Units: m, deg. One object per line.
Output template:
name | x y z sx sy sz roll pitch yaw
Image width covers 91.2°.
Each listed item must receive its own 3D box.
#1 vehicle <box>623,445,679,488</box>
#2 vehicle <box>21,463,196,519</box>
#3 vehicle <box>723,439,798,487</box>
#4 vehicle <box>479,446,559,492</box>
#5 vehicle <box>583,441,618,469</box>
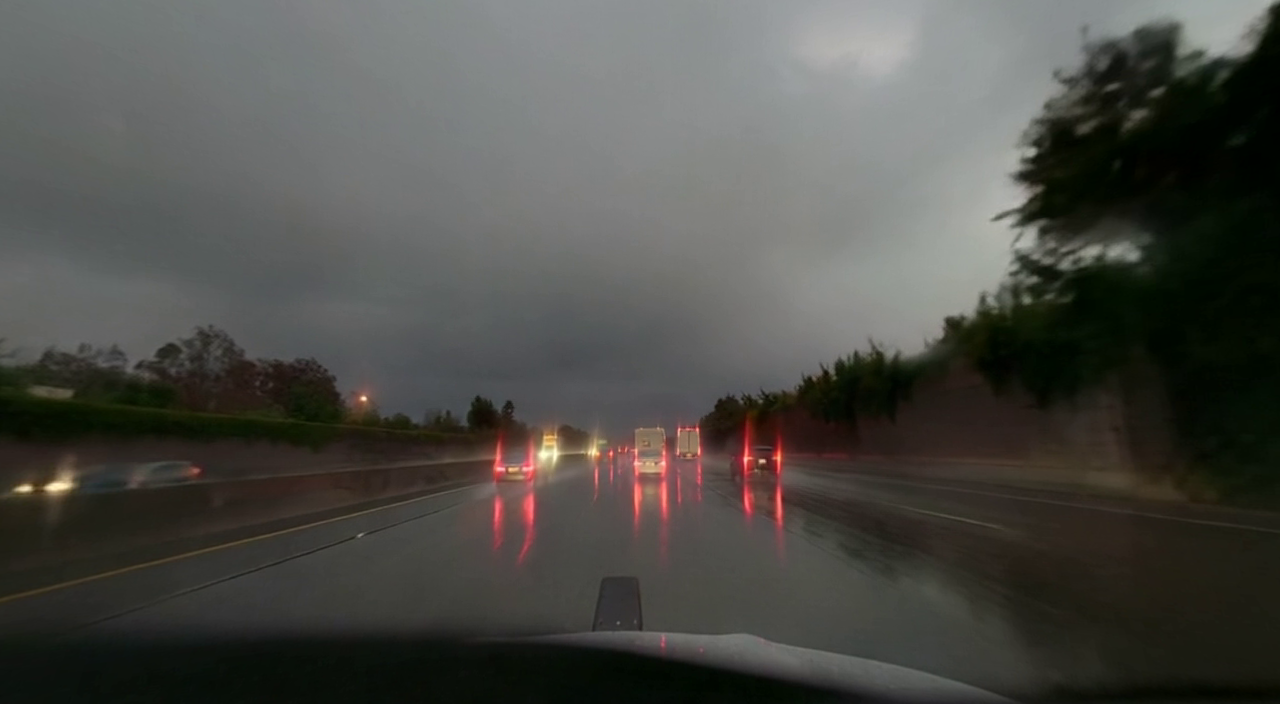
vehicle | 0.405 4.504 25.000 2.015 1.526 4.286 0 -9 0
vehicle | -16.671 4.331 19.990 1.912 1.478 4.106 0 -9 1
vehicle | 4.505 4.228 24.077 2.018 1.639 4.149 0 -9 0
vehicle | -4.252 4.208 22.820 1.967 1.473 4.439 0 -9 1
vehicle | -2.947 7.768 47.478 2.230 1.973 4.403 -1 -9 2
